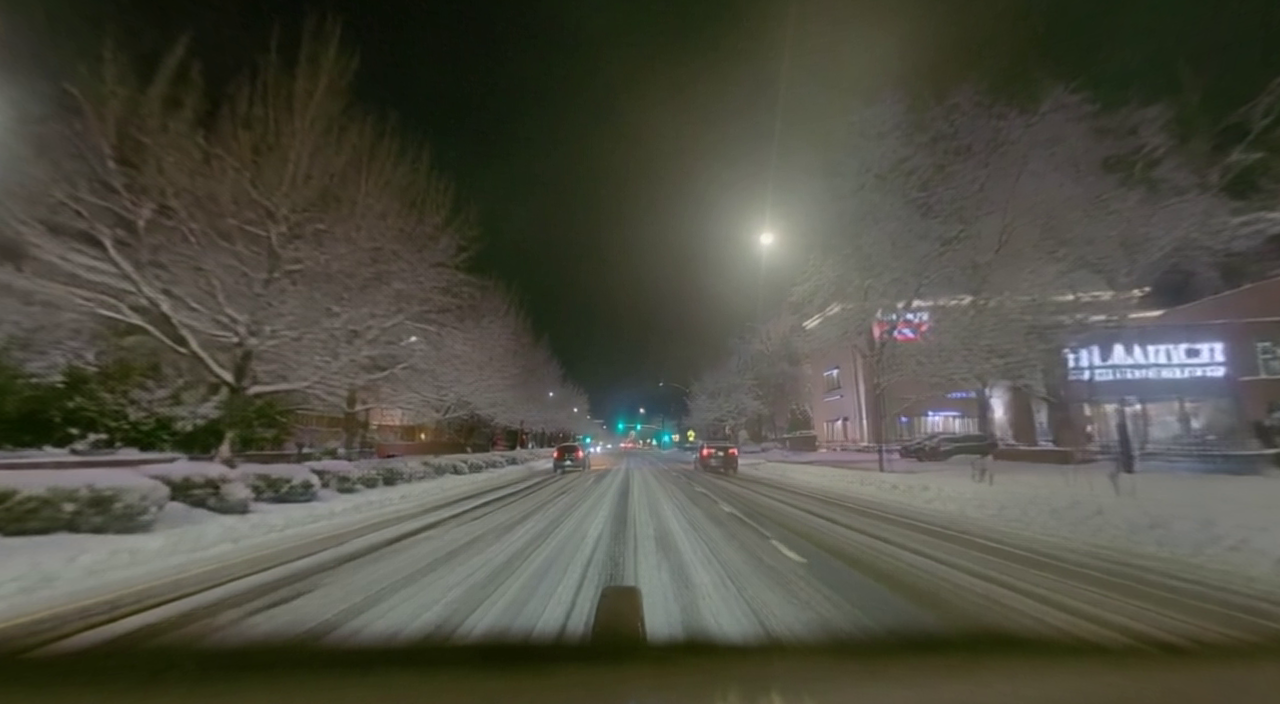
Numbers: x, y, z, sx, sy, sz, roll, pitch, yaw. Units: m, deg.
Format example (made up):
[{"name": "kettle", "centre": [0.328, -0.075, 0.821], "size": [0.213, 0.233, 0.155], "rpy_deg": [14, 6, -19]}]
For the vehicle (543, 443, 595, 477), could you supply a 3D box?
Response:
[{"name": "vehicle", "centre": [-3.316, 5.098, 30.066], "size": [2.005, 1.477, 4.169], "rpy_deg": [0, -8, 0]}]

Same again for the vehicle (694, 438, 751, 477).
[{"name": "vehicle", "centre": [3.967, 5.154, 30.949], "size": [2.083, 1.743, 4.354], "rpy_deg": [0, -8, -2]}]
